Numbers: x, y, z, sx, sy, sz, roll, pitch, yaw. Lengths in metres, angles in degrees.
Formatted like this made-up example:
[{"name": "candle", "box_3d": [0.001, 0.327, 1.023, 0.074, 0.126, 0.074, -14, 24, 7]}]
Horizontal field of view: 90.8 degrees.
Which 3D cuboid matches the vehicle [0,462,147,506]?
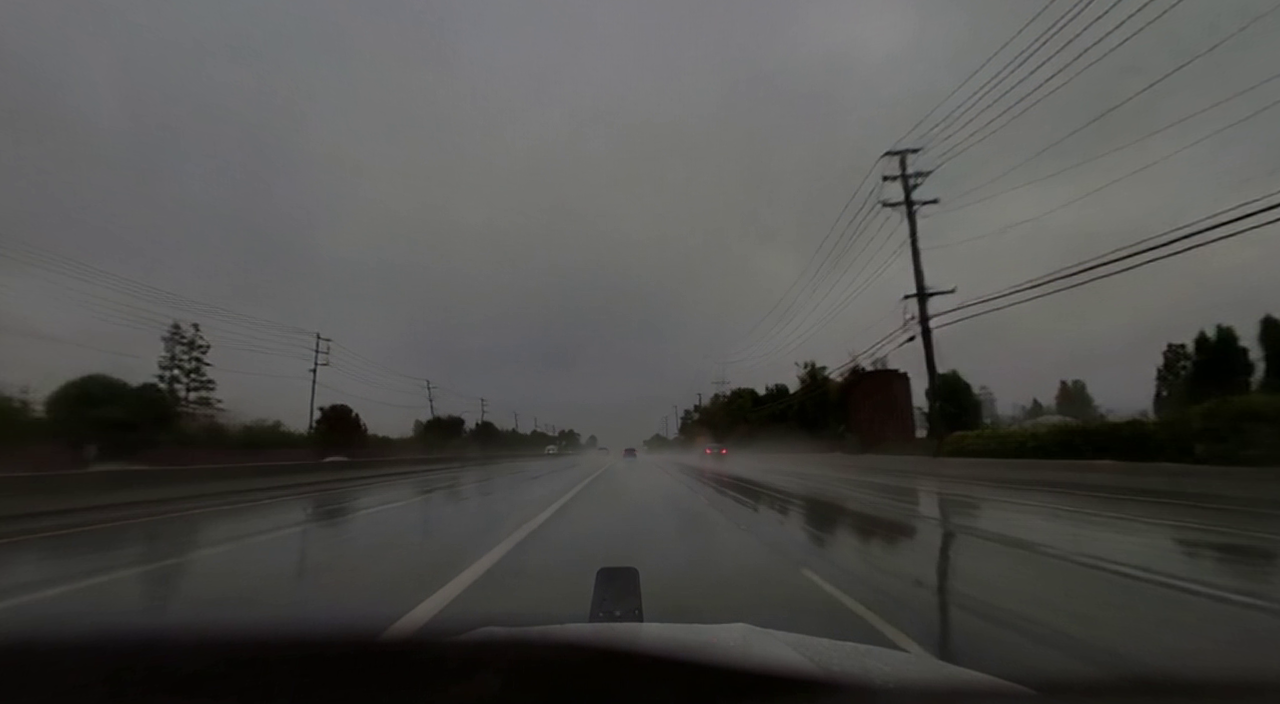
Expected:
[{"name": "vehicle", "box_3d": [-25.653, 5.886, 28.648, 2.119, 1.654, 5.632, 0, -9, 0]}]
